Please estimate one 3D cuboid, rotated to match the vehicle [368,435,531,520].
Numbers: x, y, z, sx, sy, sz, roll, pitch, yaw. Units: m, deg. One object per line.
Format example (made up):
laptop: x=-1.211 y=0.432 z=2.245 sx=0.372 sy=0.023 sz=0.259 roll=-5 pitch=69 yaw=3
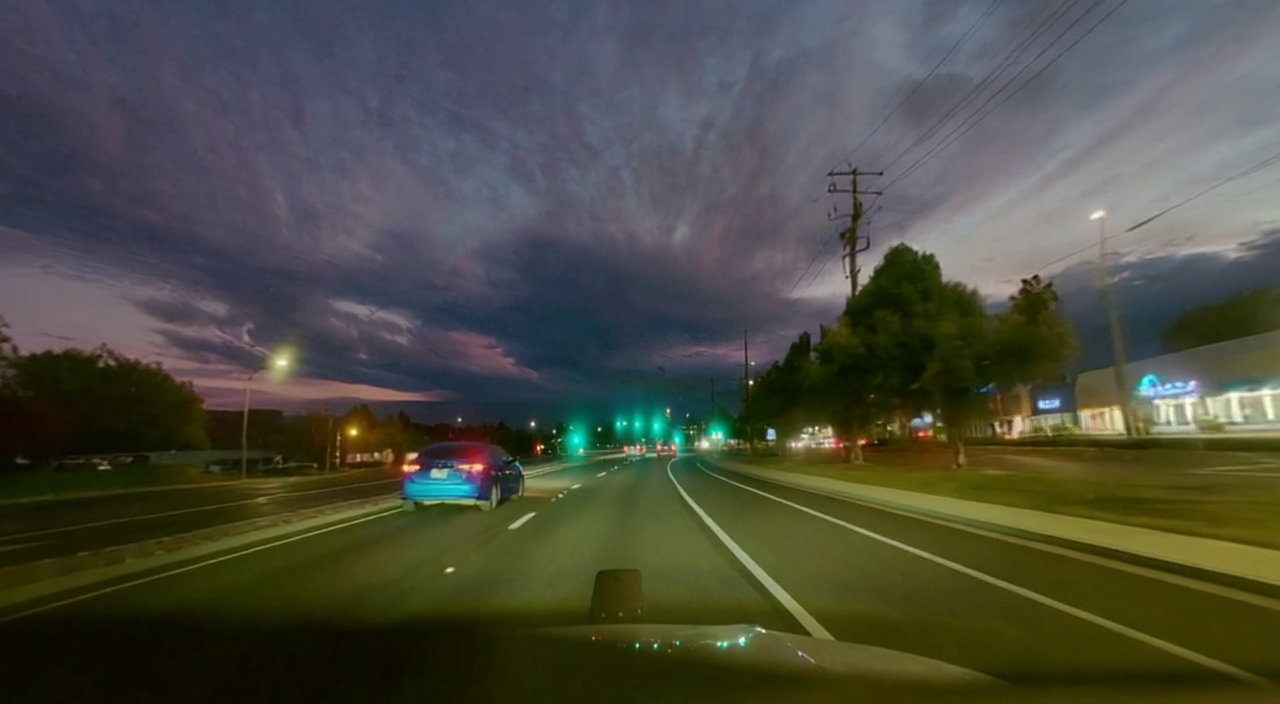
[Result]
vehicle: x=-3.817 y=2.584 z=13.636 sx=1.928 sy=1.488 sz=4.635 roll=0 pitch=-8 yaw=2
